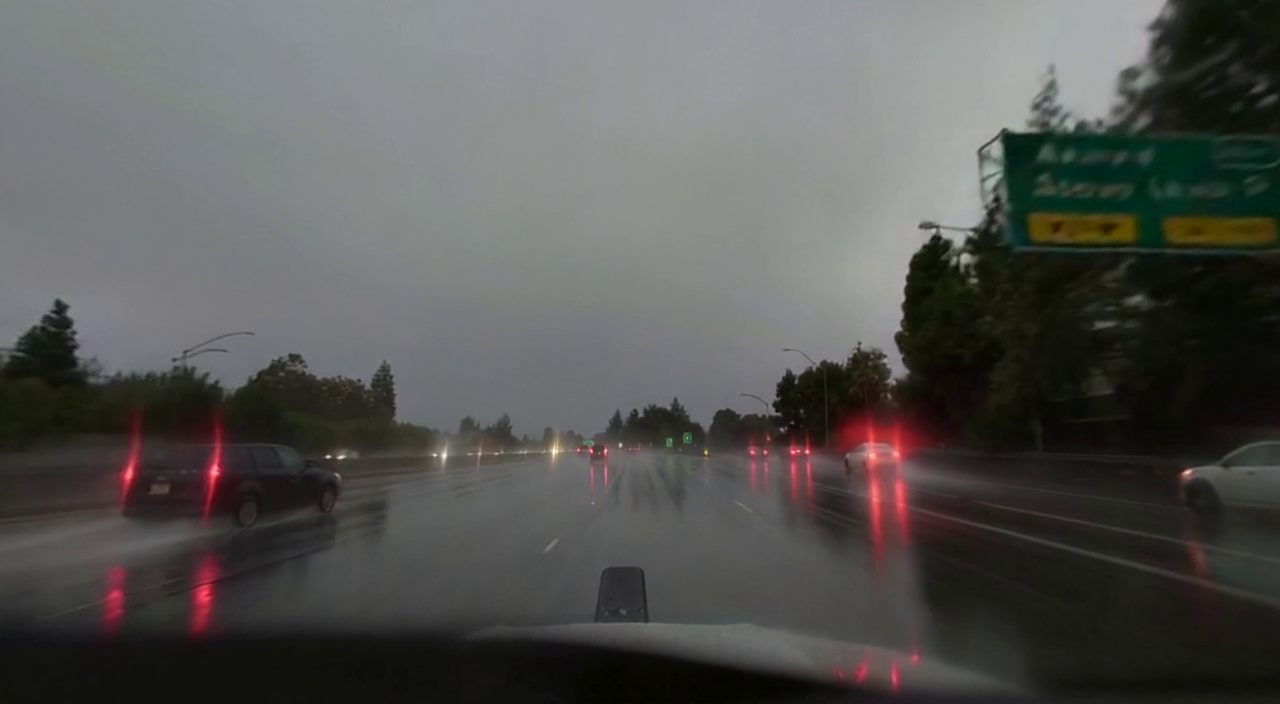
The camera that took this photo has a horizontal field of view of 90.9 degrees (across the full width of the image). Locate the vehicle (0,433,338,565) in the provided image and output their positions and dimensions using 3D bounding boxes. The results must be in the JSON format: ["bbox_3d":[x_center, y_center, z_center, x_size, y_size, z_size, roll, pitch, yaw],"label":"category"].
[{"bbox_3d":[-6.766,2.008,9.508,2.038,1.463,4.656,0,-8,1],"label":"vehicle"}]

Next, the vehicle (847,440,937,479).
[{"bbox_3d":[11.001,4.713,27.935,2.201,1.535,4.735,0,-8,3],"label":"vehicle"}]

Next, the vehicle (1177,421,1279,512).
[{"bbox_3d":[13.529,2.214,12.095,2.168,1.753,4.993,0,-8,3],"label":"vehicle"}]
